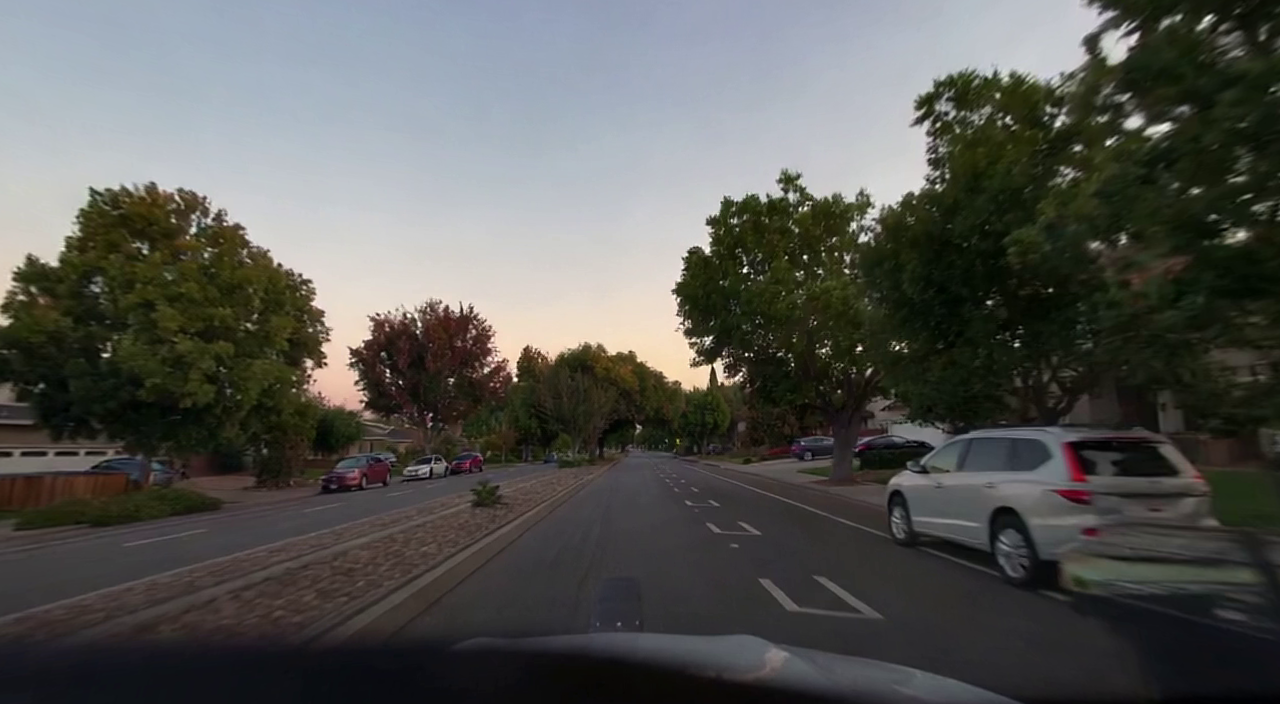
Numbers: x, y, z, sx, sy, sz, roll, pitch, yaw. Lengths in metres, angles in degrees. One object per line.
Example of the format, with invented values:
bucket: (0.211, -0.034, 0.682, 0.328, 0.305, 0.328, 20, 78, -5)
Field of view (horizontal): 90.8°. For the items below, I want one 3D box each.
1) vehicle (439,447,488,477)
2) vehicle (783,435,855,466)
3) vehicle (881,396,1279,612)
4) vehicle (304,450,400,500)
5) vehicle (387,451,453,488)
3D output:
vehicle: (-12.399, 7.736, 44.703, 2.105, 1.930, 4.541, 0, -8, 0)
vehicle: (12.073, 6.648, 42.817, 4.194, 1.850, 1.951, -2, -7, -4)
vehicle: (4.914, 1.651, 7.809, 2.058, 1.867, 4.448, 0, -8, 0)
vehicle: (-12.258, 5.210, 27.311, 1.962, 1.735, 4.927, -2, -7, -1)
vehicle: (-12.212, 6.528, 35.436, 2.007, 1.663, 5.077, -2, -7, -1)
